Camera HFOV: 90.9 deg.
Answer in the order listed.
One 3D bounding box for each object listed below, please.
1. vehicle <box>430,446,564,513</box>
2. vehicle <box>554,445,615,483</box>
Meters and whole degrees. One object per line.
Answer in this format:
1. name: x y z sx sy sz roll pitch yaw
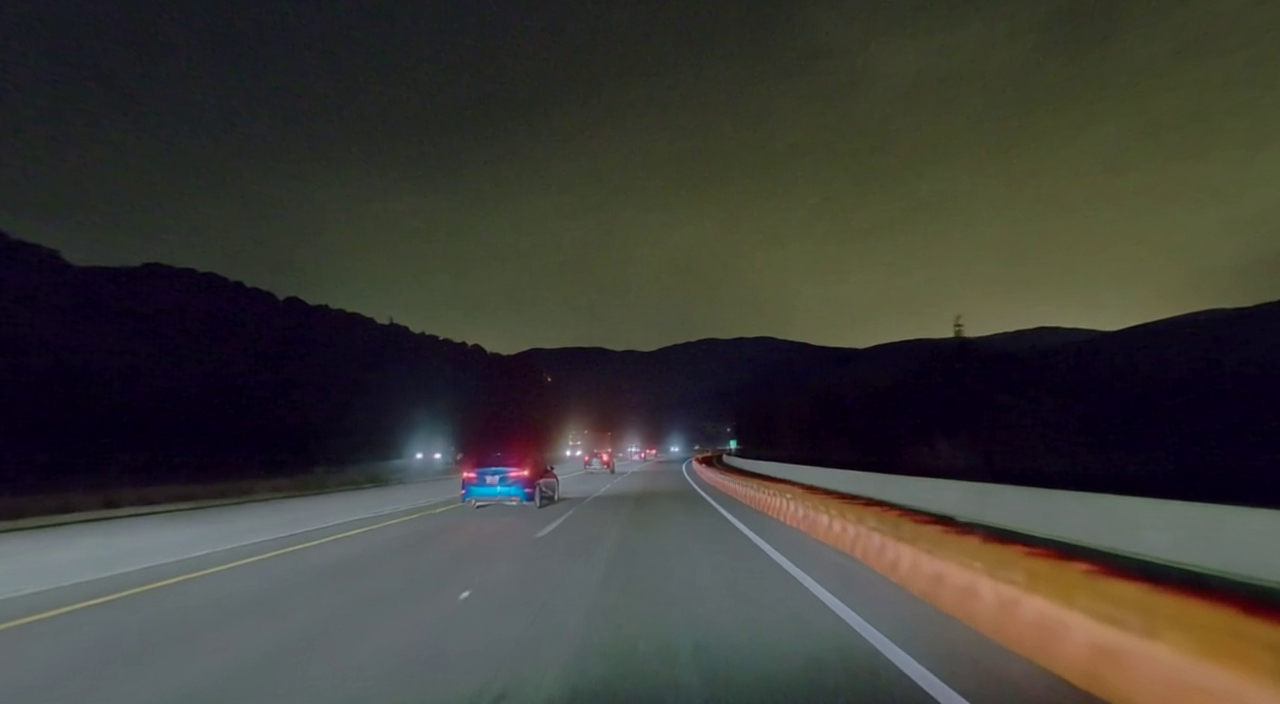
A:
1. vehicle: -3.115 2.882 14.662 2.061 1.330 3.928 0 -9 2
2. vehicle: -2.302 4.794 27.253 2.094 1.480 4.124 -1 -9 3
